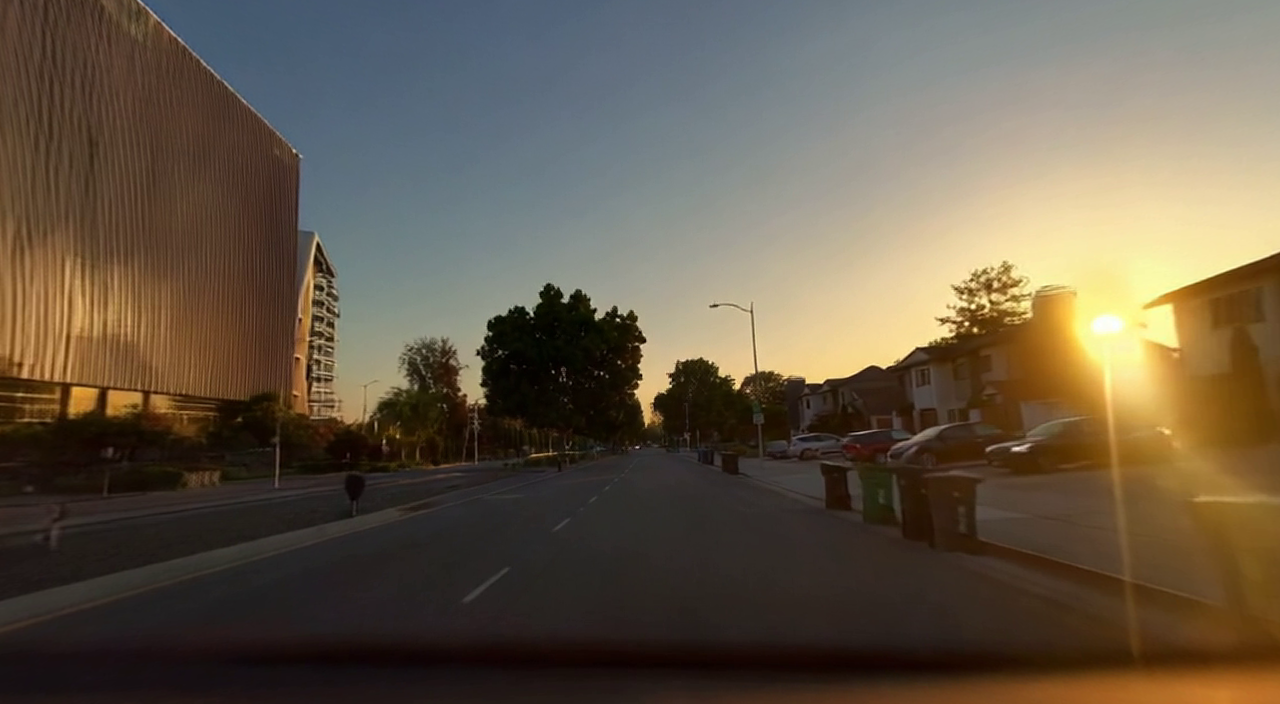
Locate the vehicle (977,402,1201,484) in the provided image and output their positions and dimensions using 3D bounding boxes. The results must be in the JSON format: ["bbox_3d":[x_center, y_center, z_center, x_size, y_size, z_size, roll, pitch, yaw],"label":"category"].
[{"bbox_3d":[12.133,2.491,17.306,4.478,1.578,1.944,-7,-9,2],"label":"vehicle"}]

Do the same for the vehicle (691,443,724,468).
[{"bbox_3d":[5.198,8.037,49.157,2.078,1.771,5.174,0,-8,0],"label":"vehicle"}]

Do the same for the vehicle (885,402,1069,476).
[{"bbox_3d":[12.122,3.195,22.975,5.330,1.917,2.001,-7,-10,1],"label":"vehicle"}]
